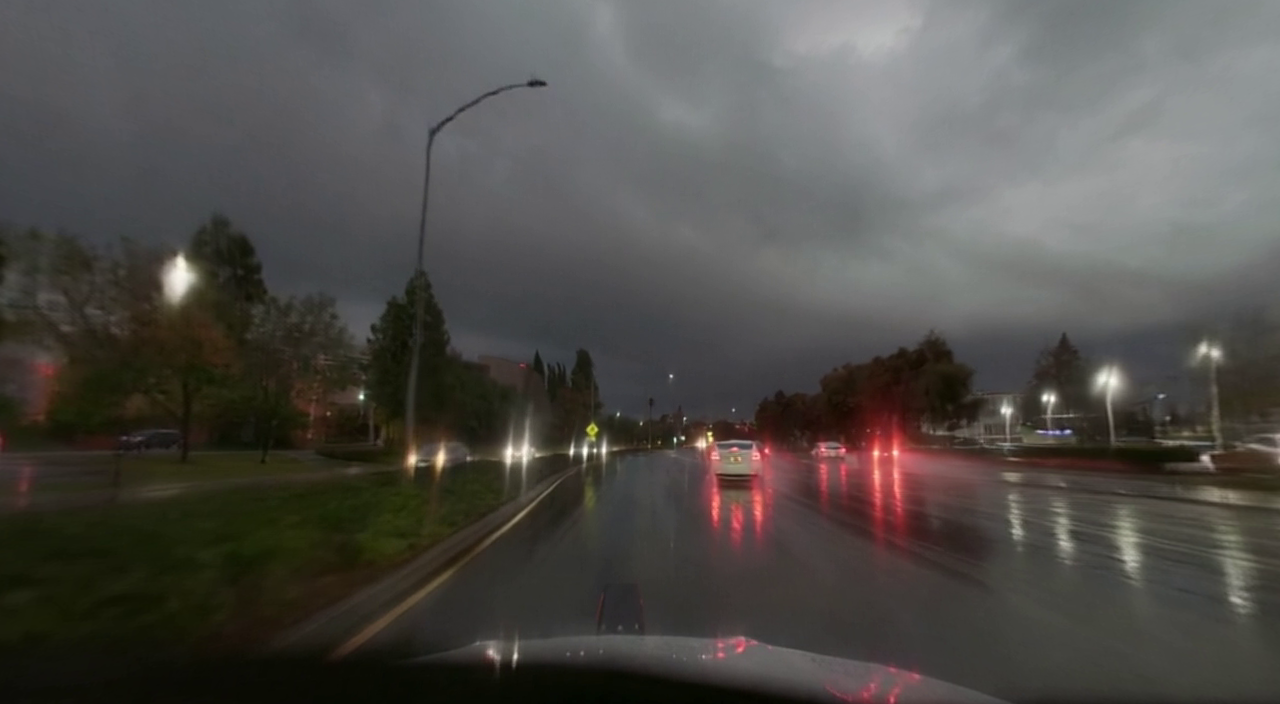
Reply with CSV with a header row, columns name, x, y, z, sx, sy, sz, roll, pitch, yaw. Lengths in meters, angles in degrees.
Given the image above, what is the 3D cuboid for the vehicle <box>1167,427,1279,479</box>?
name,x,y,z,sx,sy,sz,roll,pitch,yaw
vehicle,26.534,4.419,27.564,5.111,2.085,2.461,2,-9,-12

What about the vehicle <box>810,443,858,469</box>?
name,x,y,z,sx,sy,sz,roll,pitch,yaw
vehicle,11.955,6.441,39.065,1.928,1.488,4.361,-1,-8,5

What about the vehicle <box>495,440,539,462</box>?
name,x,y,z,sx,sy,sz,roll,pitch,yaw
vehicle,-9.562,7.740,49.297,1.990,1.581,4.706,-1,-9,6

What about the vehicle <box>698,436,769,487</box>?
name,x,y,z,sx,sy,sz,roll,pitch,yaw
vehicle,3.221,3.867,22.542,2.145,1.603,4.369,0,-8,4

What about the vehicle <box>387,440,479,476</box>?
name,x,y,z,sx,sy,sz,roll,pitch,yaw
vehicle,-8.809,4.554,27.222,2.089,1.400,4.467,-1,-8,6

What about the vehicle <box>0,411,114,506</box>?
name,x,y,z,sx,sy,sz,roll,pitch,yaw
vehicle,-13.437,2.086,12.378,1.951,1.829,4.648,0,-8,3

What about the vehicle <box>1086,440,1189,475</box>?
name,x,y,z,sx,sy,sz,roll,pitch,yaw
vehicle,27.771,5.835,35.155,4.719,1.851,1.920,2,-8,-14

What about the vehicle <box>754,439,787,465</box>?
name,x,y,z,sx,sy,sz,roll,pitch,yaw
vehicle,9.693,7.427,46.915,1.976,1.796,4.159,-1,-8,6
